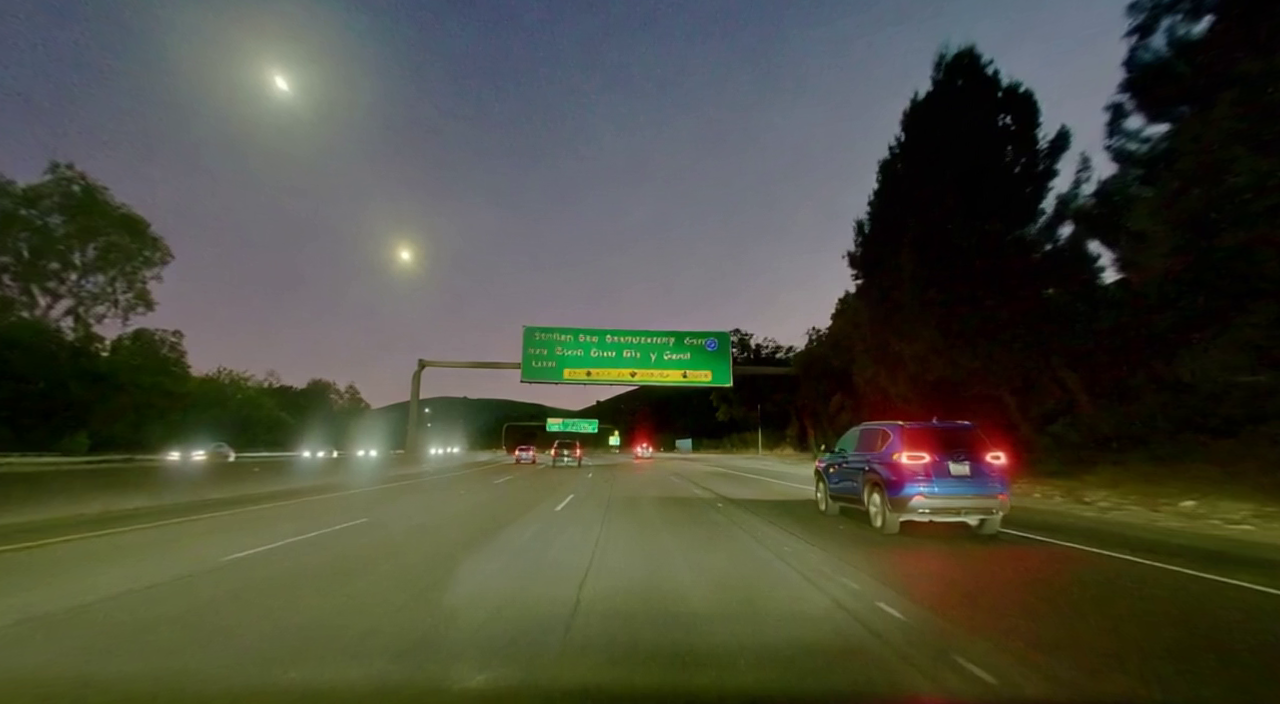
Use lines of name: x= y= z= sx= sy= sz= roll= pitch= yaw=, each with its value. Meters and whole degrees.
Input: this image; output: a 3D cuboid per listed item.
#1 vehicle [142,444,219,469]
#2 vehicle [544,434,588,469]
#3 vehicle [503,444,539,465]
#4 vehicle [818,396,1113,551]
vehicle: x=-28.929 y=6.561 z=39.934 sx=1.751 sy=1.477 sz=4.430 roll=0 pitch=-9 yaw=-4
vehicle: x=-4.878 y=6.667 z=42.412 sx=2.537 sy=2.121 sz=5.251 roll=0 pitch=-9 yaw=-2
vehicle: x=-9.322 y=8.094 z=49.812 sx=2.113 sy=1.551 sz=4.898 roll=0 pitch=-9 yaw=-3
vehicle: x=4.735 y=1.873 z=10.316 sx=2.103 sy=1.903 sz=4.837 roll=0 pitch=-9 yaw=-1
